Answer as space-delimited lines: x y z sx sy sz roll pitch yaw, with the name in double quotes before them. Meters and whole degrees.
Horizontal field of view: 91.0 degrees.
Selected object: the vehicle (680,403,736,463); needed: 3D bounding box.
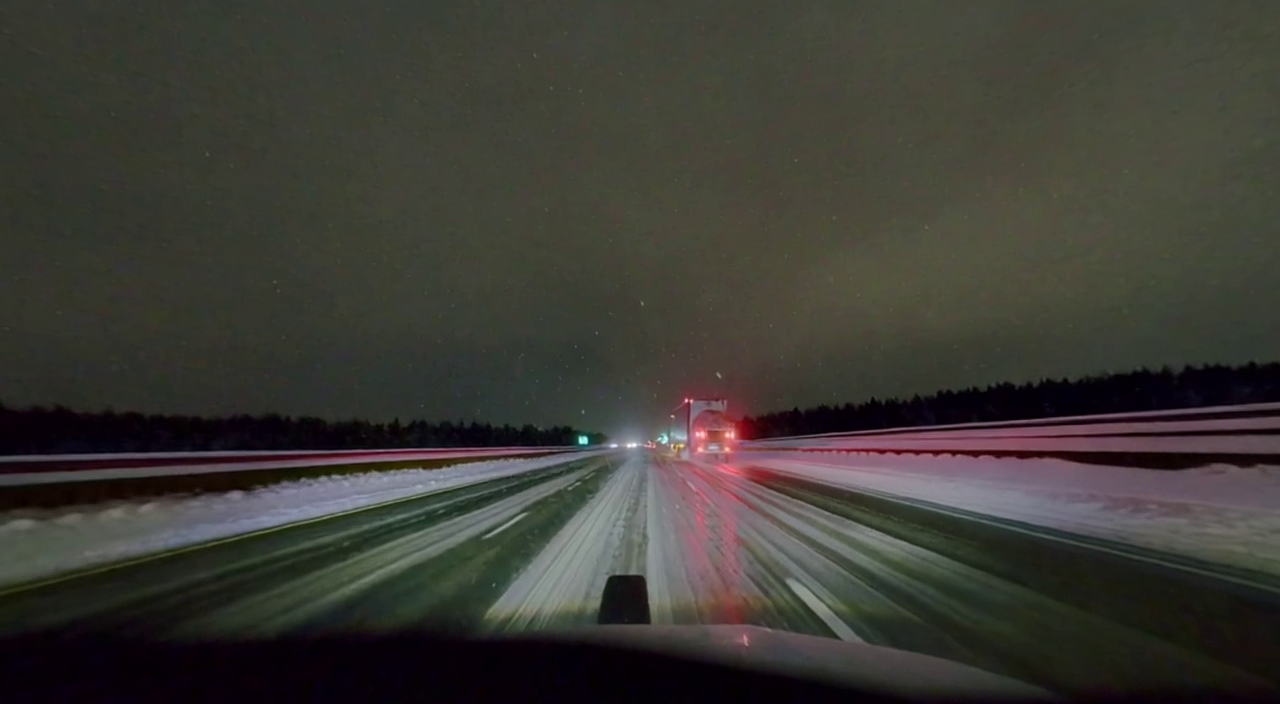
"vehicle" 4.854 6.077 46.634 3.208 3.950 8.714 0 -8 0
